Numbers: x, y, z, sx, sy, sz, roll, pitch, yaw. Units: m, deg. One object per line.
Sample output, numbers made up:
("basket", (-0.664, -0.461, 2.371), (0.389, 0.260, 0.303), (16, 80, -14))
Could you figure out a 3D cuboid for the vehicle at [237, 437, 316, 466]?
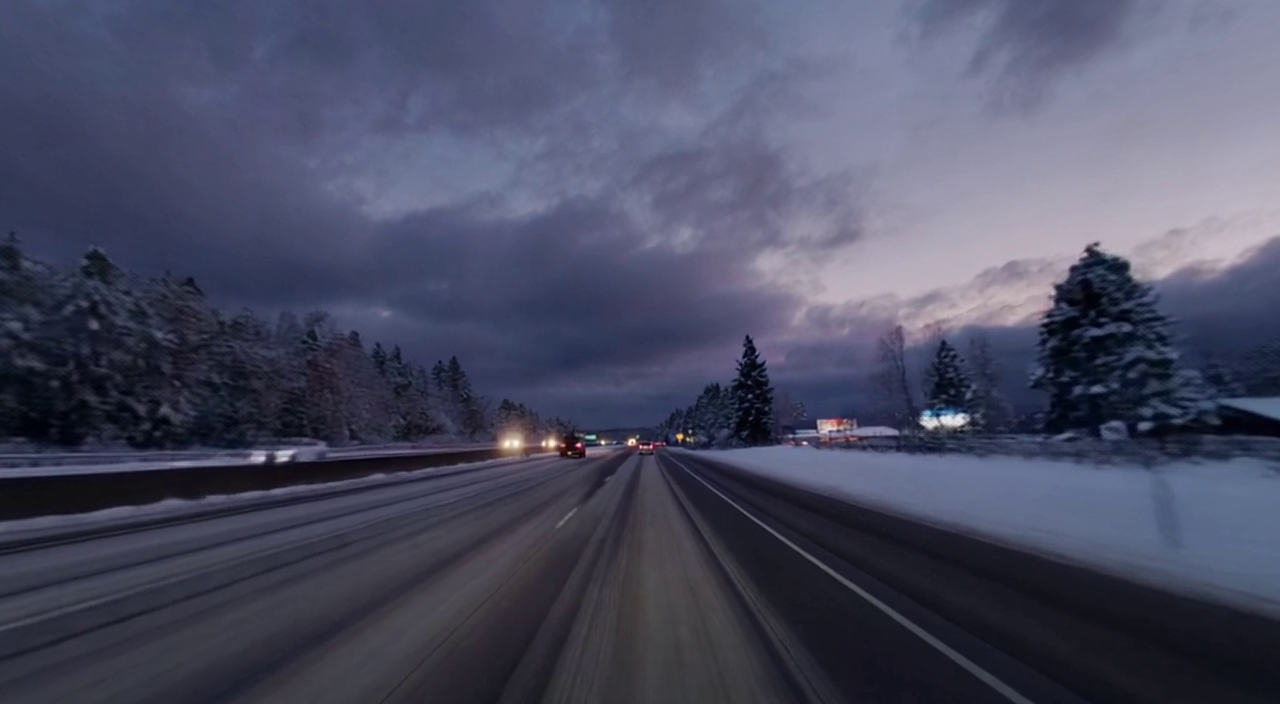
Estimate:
("vehicle", (-22.003, 6.038, 38.376), (2.142, 1.689, 4.325), (0, -8, 2))
